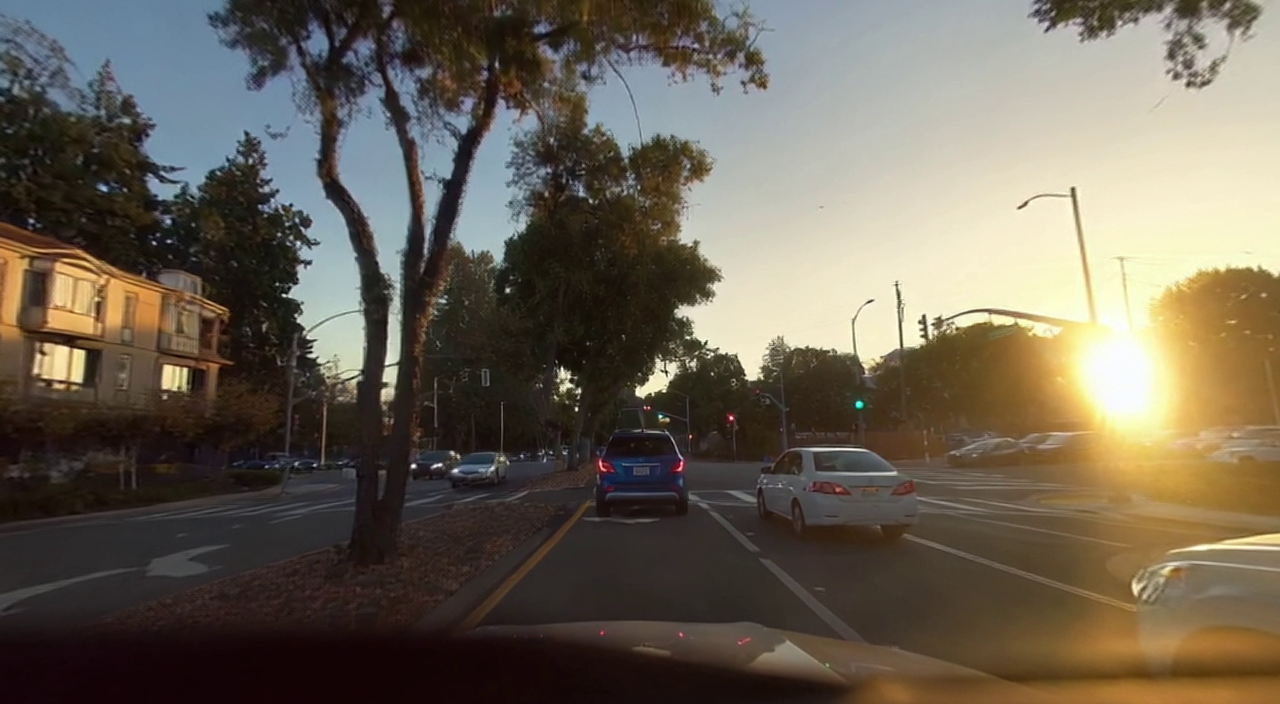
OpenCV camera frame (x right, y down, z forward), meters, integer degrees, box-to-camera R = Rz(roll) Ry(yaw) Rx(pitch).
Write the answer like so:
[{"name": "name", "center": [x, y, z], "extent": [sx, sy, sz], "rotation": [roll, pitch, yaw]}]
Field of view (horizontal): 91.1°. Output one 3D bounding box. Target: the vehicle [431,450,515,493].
[{"name": "vehicle", "center": [-6.460, 4.674, 24.904], "extent": [2.054, 1.478, 4.584], "rotation": [0, -9, 0]}]

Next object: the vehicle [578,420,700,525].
[{"name": "vehicle", "center": [-0.052, 2.576, 13.971], "extent": [2.296, 1.947, 4.168], "rotation": [0, -9, -1]}]

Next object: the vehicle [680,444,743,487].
[{"name": "vehicle", "center": [3.068, 4.982, 27.832], "extent": [2.138, 1.729, 4.178], "rotation": [0, -9, -2]}]

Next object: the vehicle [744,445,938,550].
[{"name": "vehicle", "center": [3.278, 2.434, 11.320], "extent": [1.900, 1.478, 4.425], "rotation": [0, -9, -2]}]

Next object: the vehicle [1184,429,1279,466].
[{"name": "vehicle", "center": [25.833, 3.993, 26.215], "extent": [4.420, 1.469, 1.807], "rotation": [0, -9, 1]}]

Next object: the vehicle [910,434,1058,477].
[{"name": "vehicle", "center": [13.529, 4.092, 24.882], "extent": [4.648, 1.583, 2.018], "rotation": [0, -9, -2]}]

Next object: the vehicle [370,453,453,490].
[{"name": "vehicle", "center": [-10.684, 5.603, 29.788], "extent": [2.206, 1.544, 4.740], "rotation": [0, -9, 0]}]

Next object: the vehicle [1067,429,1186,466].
[{"name": "vehicle", "center": [26.517, 5.198, 34.344], "extent": [4.704, 1.919, 2.130], "rotation": [0, -9, -2]}]
